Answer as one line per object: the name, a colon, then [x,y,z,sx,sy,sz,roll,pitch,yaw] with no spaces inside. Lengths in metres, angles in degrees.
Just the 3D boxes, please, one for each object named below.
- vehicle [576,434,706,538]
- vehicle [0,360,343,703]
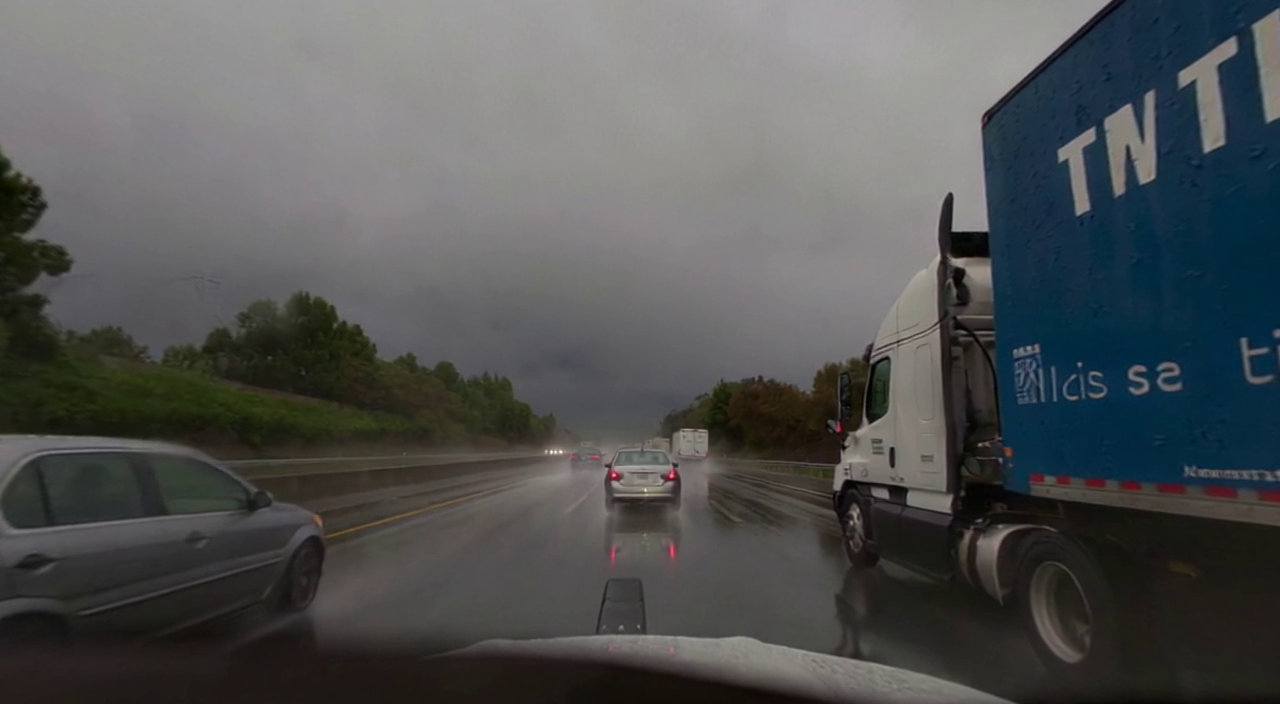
vehicle: [0.005,2.324,11.444,1.973,1.574,3.426,0,-9,0]
vehicle: [-3.477,0.936,2.825,1.985,1.671,4.604,0,-9,1]
